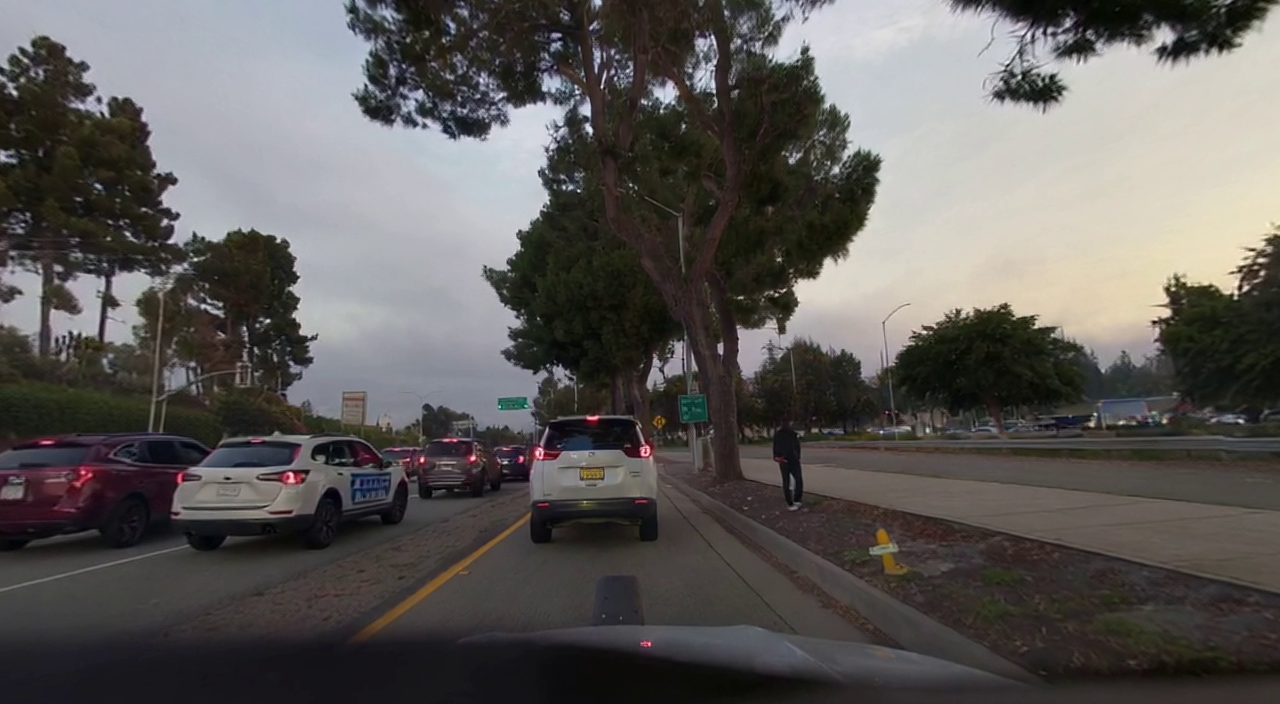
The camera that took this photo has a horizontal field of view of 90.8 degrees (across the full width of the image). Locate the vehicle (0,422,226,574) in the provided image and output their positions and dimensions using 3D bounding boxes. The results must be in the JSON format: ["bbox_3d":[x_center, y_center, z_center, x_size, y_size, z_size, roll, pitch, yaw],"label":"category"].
[{"bbox_3d":[-8.802,2.048,9.459,2.013,1.826,4.592,0,-9,1],"label":"vehicle"}]

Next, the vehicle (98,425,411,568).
[{"bbox_3d":[-5.405,2.061,9.802,2.010,1.674,4.484,0,-9,0],"label":"vehicle"}]

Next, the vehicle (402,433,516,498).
[{"bbox_3d":[-5.463,3.490,19.807,2.188,1.774,4.477,0,-9,0],"label":"vehicle"}]

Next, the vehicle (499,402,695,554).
[{"bbox_3d":[-0.579,1.845,9.866,2.368,1.829,4.293,0,-9,-2],"label":"vehicle"}]
